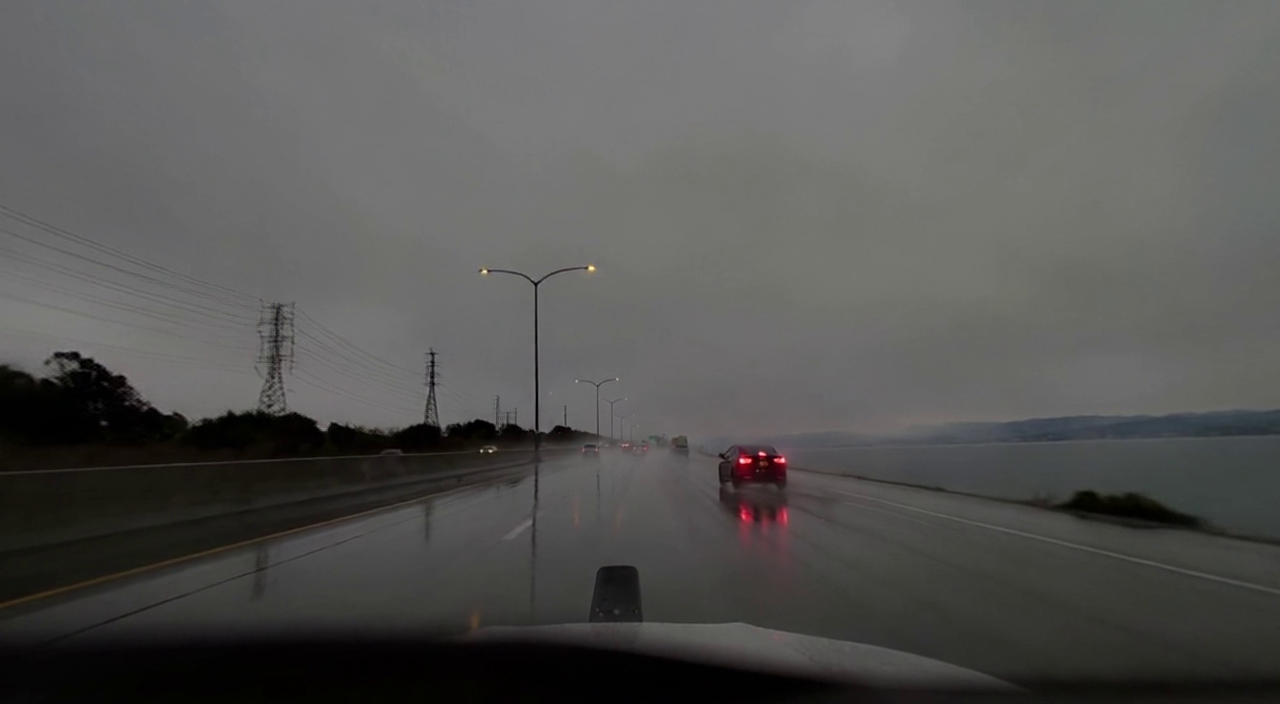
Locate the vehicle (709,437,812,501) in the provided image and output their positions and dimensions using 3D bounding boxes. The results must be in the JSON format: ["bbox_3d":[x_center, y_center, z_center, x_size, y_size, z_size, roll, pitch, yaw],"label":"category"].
[{"bbox_3d":[3.117,3.109,17.272,1.890,1.490,4.373,0,-8,-1],"label":"vehicle"}]
